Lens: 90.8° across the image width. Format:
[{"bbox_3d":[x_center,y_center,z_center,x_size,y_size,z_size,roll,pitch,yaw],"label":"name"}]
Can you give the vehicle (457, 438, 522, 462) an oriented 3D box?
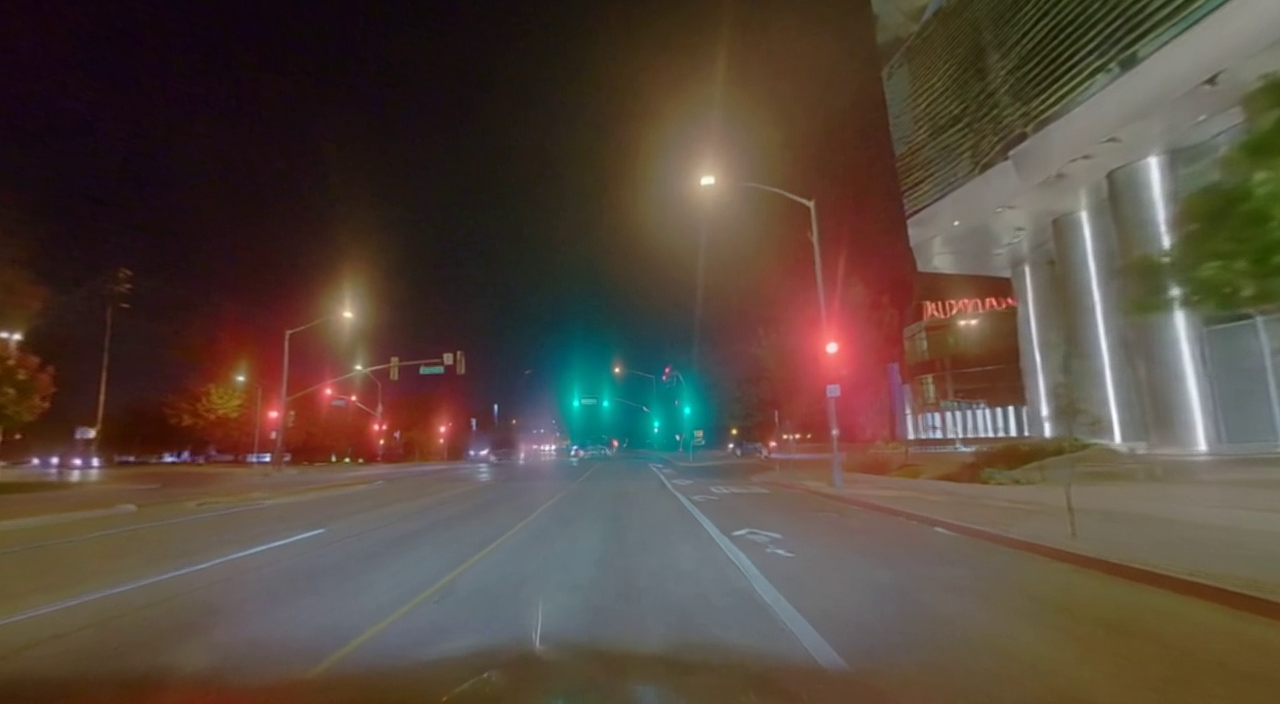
[{"bbox_3d":[-10.642,6.950,45.002,2.111,1.598,4.359,-4,-10,26],"label":"vehicle"}]
